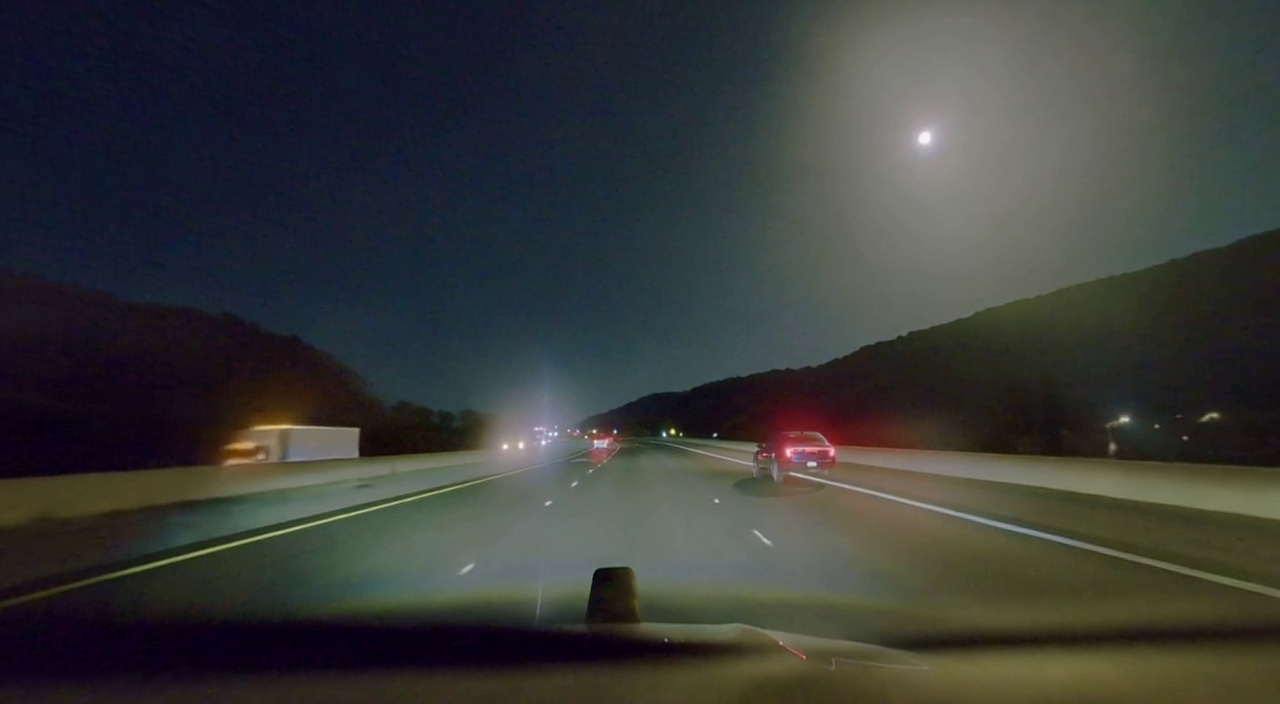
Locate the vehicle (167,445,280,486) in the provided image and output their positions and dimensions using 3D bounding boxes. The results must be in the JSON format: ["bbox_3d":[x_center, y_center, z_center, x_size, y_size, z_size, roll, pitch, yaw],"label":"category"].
[{"bbox_3d":[-20.004,5.418,30.548,2.098,1.777,4.982,-1,-8,0],"label":"vehicle"}]

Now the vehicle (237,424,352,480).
[{"bbox_3d":[-20.275,5.890,37.553,2.645,2.971,7.289,-1,-8,0],"label":"vehicle"}]
